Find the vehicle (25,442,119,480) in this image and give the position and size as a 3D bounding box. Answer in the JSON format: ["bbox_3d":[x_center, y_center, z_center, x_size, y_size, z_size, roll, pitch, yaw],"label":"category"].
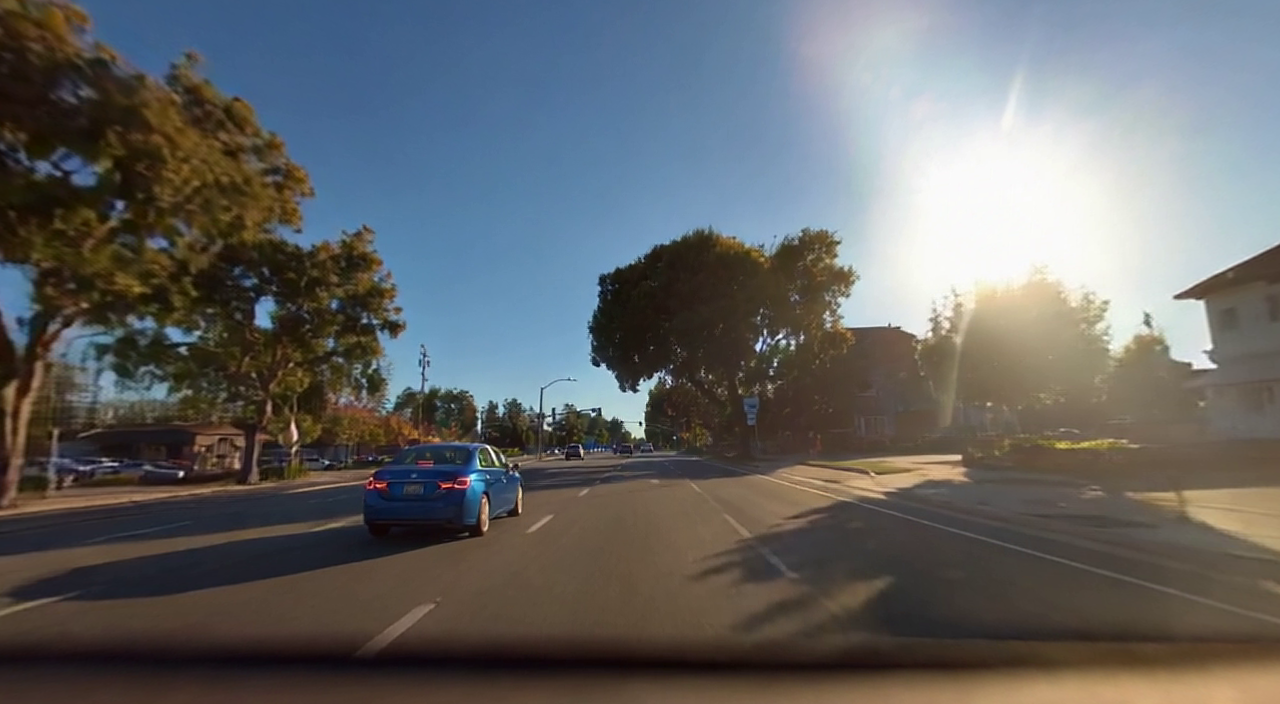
[{"bbox_3d":[-43.932,8.388,48.962,2.334,2.713,5.251,0,-7,0],"label":"vehicle"}]

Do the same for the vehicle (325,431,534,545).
[{"bbox_3d":[-3.163,2.130,10.590,1.924,1.480,4.421,0,-8,1],"label":"vehicle"}]

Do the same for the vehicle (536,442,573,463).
[{"bbox_3d":[-6.356,7.535,47.335,2.027,1.501,4.707,0,-8,1],"label":"vehicle"}]

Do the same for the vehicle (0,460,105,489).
[{"bbox_3d":[-31.078,6.371,32.840,4.737,1.375,1.926,0,-8,4],"label":"vehicle"}]

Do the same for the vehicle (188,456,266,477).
[{"bbox_3d":[-30.693,8.514,46.931,4.424,1.535,1.948,0,-9,0],"label":"vehicle"}]
